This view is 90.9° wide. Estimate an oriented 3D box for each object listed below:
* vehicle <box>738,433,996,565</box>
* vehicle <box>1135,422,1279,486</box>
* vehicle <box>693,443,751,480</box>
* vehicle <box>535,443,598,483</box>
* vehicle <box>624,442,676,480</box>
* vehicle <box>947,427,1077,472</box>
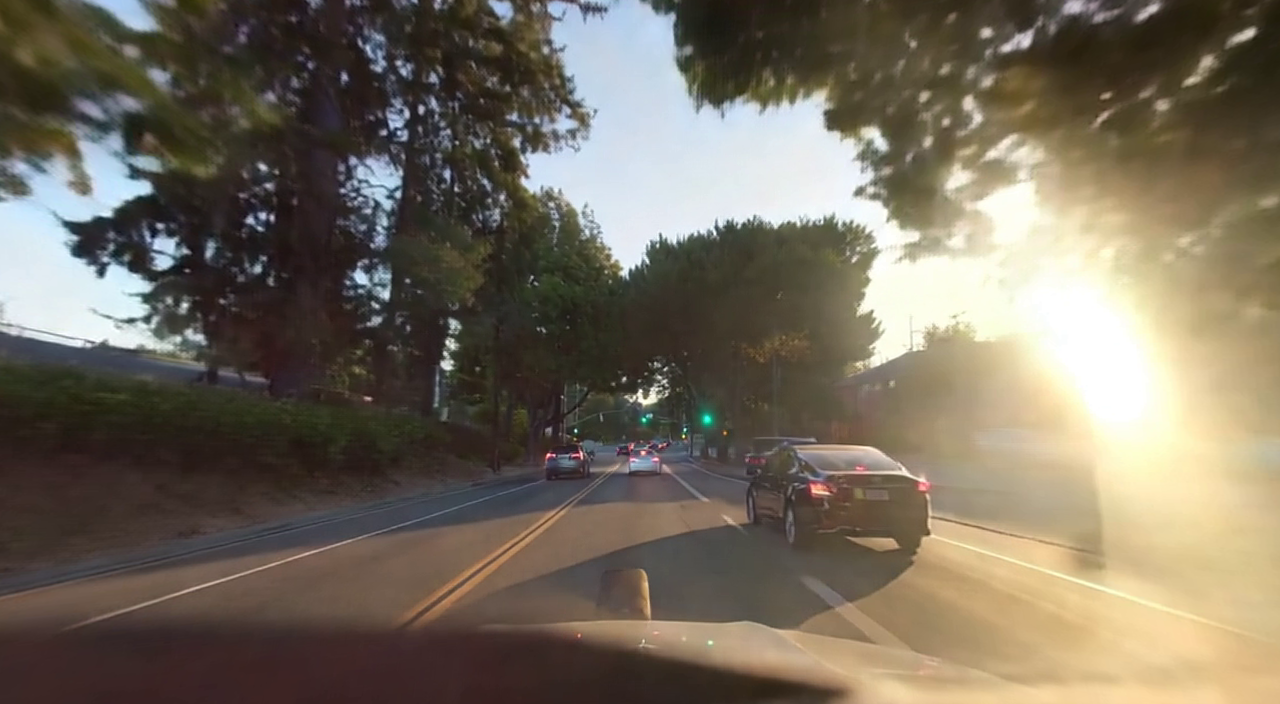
[{"bbox_3d":[2.944,2.008,9.470,2.158,1.483,4.415,0,-8,-1],"label":"vehicle"},{"bbox_3d":[20.783,3.502,21.956,2.177,1.947,5.935,0,-8,0],"label":"vehicle"},{"bbox_3d":[3.479,4.727,27.486,1.943,1.484,4.030,0,-8,-1],"label":"vehicle"},{"bbox_3d":[-2.982,4.582,26.403,2.012,1.505,4.205,0,-8,2],"label":"vehicle"},{"bbox_3d":[0.396,4.657,27.247,2.101,1.467,4.210,0,-8,0],"label":"vehicle"},{"bbox_3d":[16.675,4.454,28.718,2.478,1.836,5.409,0,-9,-2],"label":"vehicle"}]
